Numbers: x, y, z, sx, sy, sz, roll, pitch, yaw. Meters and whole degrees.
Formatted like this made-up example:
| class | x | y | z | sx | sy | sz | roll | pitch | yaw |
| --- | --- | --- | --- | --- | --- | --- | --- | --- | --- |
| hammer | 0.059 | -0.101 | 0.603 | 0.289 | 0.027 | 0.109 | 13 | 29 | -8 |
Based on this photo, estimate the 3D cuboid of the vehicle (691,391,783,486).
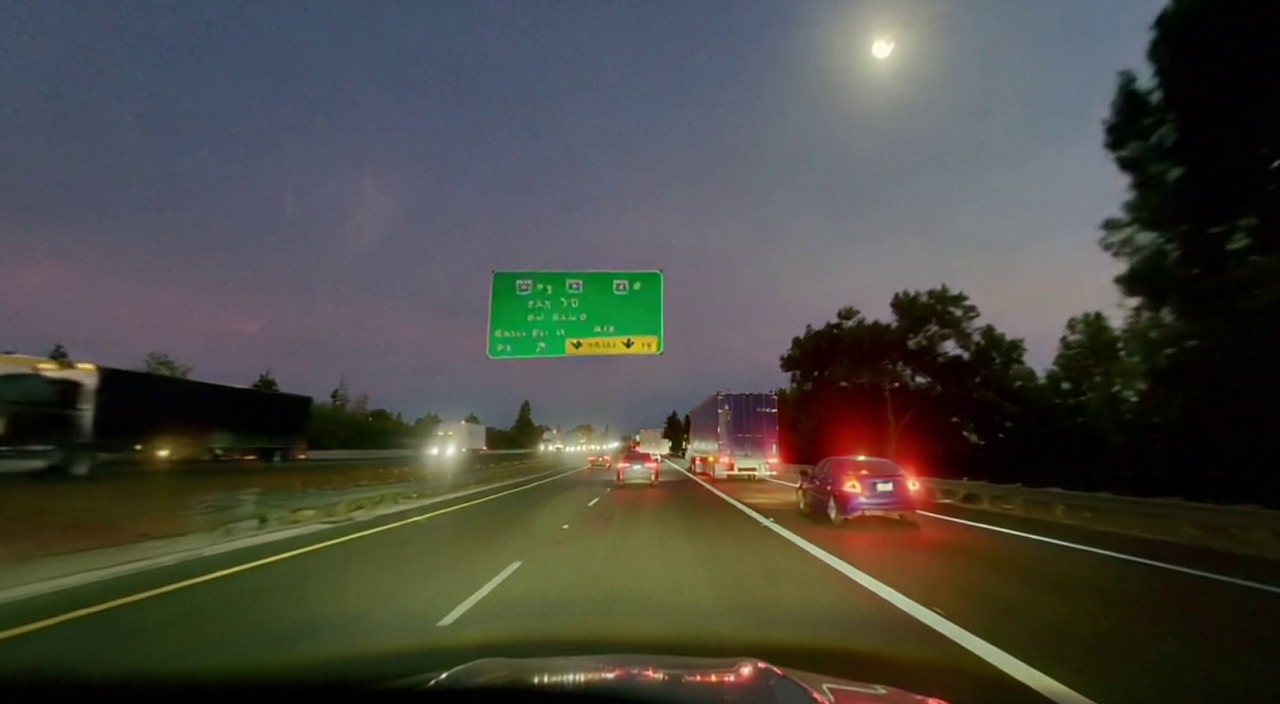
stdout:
| class | x | y | z | sx | sy | sz | roll | pitch | yaw |
| --- | --- | --- | --- | --- | --- | --- | --- | --- | --- |
| vehicle | 4.699 | 4.771 | 33.873 | 2.877 | 4.035 | 13.897 | 0 | -9 | 1 |

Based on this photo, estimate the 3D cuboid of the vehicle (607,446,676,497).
| class | x | y | z | sx | sy | sz | roll | pitch | yaw |
| --- | --- | --- | --- | --- | --- | --- | --- | --- | --- |
| vehicle | 0.046 | 3.987 | 21.355 | 2.089 | 1.516 | 4.191 | 0 | -9 | 0 |

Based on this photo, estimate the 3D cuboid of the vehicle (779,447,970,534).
| class | x | y | z | sx | sy | sz | roll | pitch | yaw |
| --- | --- | --- | --- | --- | --- | --- | --- | --- | --- |
| vehicle | 4.255 | 2.581 | 12.360 | 2.037 | 1.377 | 4.407 | 0 | -9 | 0 |

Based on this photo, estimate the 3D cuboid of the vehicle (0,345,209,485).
| class | x | y | z | sx | sy | sz | roll | pitch | yaw |
| --- | --- | --- | --- | --- | --- | --- | --- | --- | --- |
| vehicle | -19.862 | 2.347 | 21.526 | 2.933 | 3.979 | 10.057 | 0 | -9 | 1 |

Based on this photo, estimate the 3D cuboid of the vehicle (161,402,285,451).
| class | x | y | z | sx | sy | sz | roll | pitch | yaw |
| --- | --- | --- | --- | --- | --- | --- | --- | --- | --- |
| vehicle | -19.975 | 3.709 | 30.546 | 2.268 | 2.025 | 5.234 | -1 | -10 | 2 |
